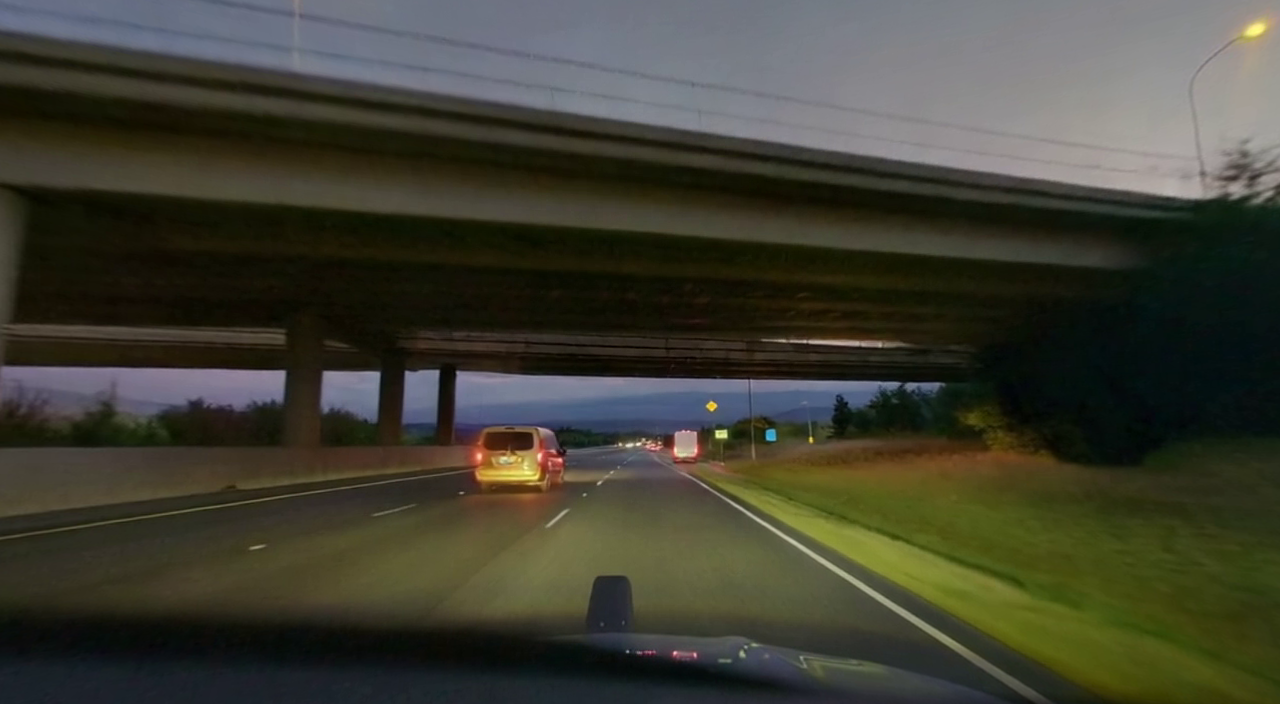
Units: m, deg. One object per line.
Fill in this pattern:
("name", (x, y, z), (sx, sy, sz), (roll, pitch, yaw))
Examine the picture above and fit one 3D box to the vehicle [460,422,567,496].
("vehicle", (-3.668, 3.252, 19.327), (2.167, 1.929, 5.037), (0, -9, 1))
